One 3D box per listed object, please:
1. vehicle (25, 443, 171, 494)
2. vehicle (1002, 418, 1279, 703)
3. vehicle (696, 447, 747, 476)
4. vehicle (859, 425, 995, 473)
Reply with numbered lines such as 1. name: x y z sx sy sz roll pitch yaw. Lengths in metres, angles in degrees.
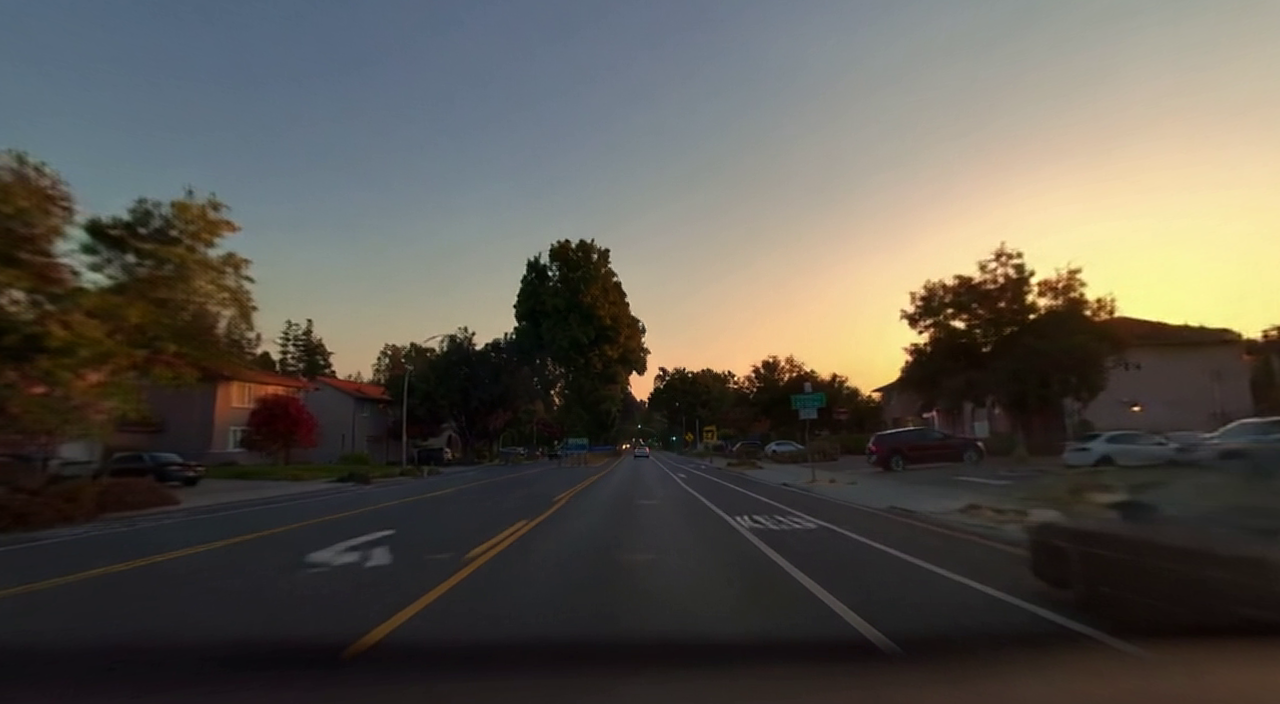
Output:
1. vehicle: -21.648 4.622 25.280 4.052 1.641 1.939 -4 -7 -2
2. vehicle: 4.560 1.096 3.095 2.154 1.550 5.785 0 -9 0
3. vehicle: 4.518 6.144 35.640 1.968 1.467 5.107 0 -9 -3
4. vehicle: 12.527 4.268 27.785 4.857 1.987 2.296 0 -9 0
